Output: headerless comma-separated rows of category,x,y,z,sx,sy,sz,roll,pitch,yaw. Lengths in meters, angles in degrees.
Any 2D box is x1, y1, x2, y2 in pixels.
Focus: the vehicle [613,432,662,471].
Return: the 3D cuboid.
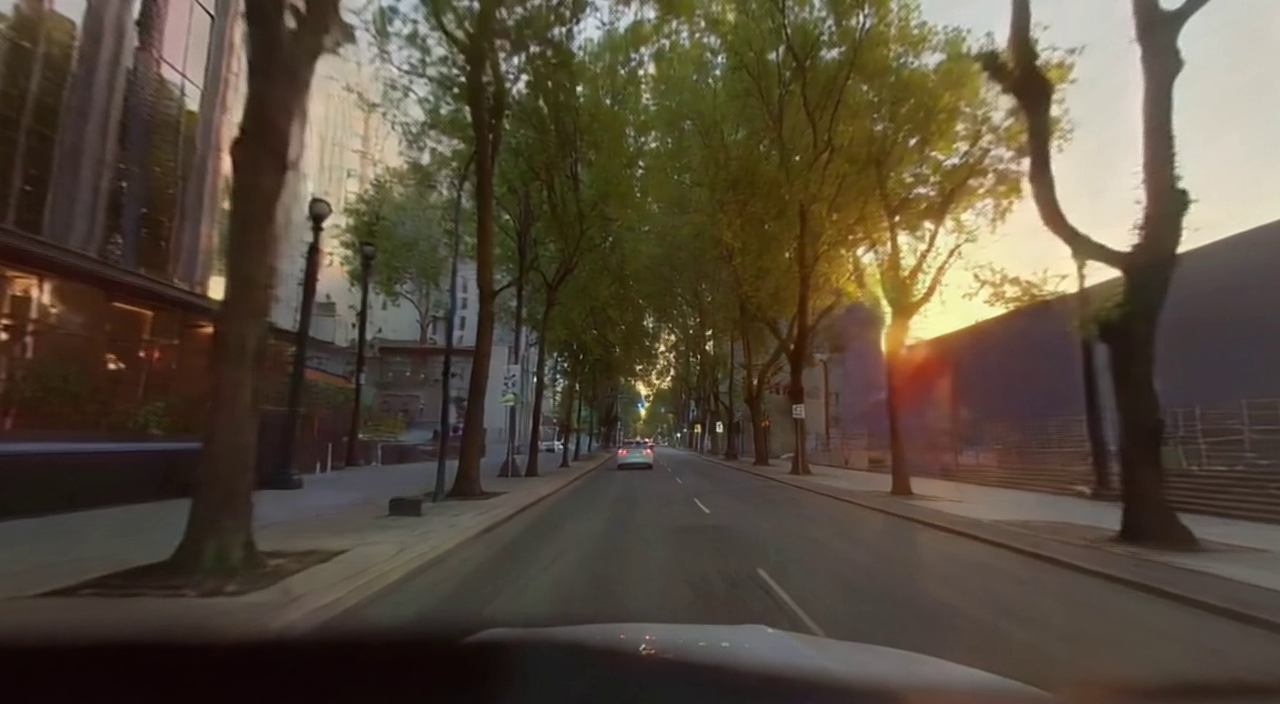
vehicle,-0.111,4.517,28.761,2.079,1.621,3.861,0,-8,-1
